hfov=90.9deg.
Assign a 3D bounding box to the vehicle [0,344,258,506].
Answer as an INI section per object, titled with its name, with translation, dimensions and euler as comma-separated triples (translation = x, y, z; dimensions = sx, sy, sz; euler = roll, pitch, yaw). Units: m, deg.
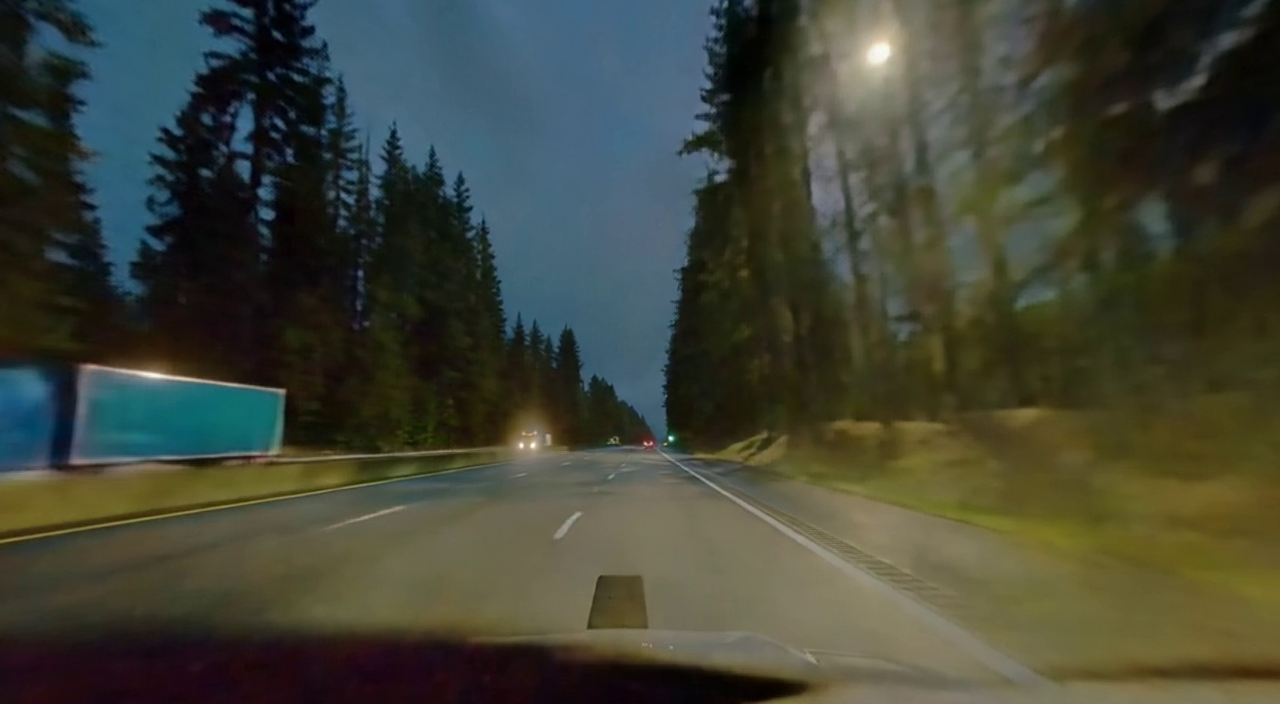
[vehicle]
translation = -17.226, 2.469, 20.087
dimensions = 2.939, 3.962, 11.102
euler = 0, -8, 1
